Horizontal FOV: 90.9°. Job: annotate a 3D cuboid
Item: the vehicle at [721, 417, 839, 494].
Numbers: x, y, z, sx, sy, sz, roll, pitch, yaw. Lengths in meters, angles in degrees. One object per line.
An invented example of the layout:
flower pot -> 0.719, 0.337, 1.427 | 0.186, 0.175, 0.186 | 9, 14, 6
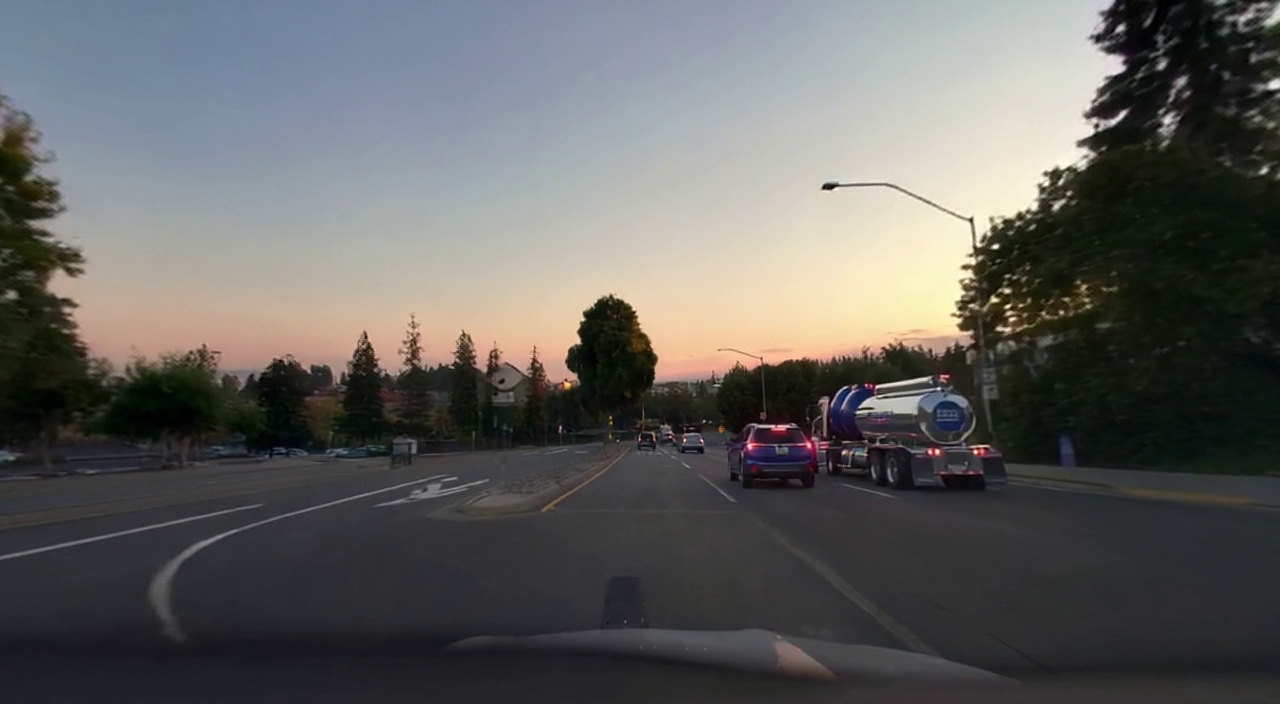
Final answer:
vehicle -> 3.507, 2.683, 16.752 | 2.045, 1.729, 4.532 | -1, -8, 0

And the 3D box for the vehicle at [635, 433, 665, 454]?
vehicle -> 0.728, 7.068, 48.793 | 2.148, 1.488, 4.002 | -1, -8, -1

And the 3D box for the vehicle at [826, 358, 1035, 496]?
vehicle -> 7.740, 2.175, 17.970 | 2.849, 3.207, 6.275 | -1, -8, 0
